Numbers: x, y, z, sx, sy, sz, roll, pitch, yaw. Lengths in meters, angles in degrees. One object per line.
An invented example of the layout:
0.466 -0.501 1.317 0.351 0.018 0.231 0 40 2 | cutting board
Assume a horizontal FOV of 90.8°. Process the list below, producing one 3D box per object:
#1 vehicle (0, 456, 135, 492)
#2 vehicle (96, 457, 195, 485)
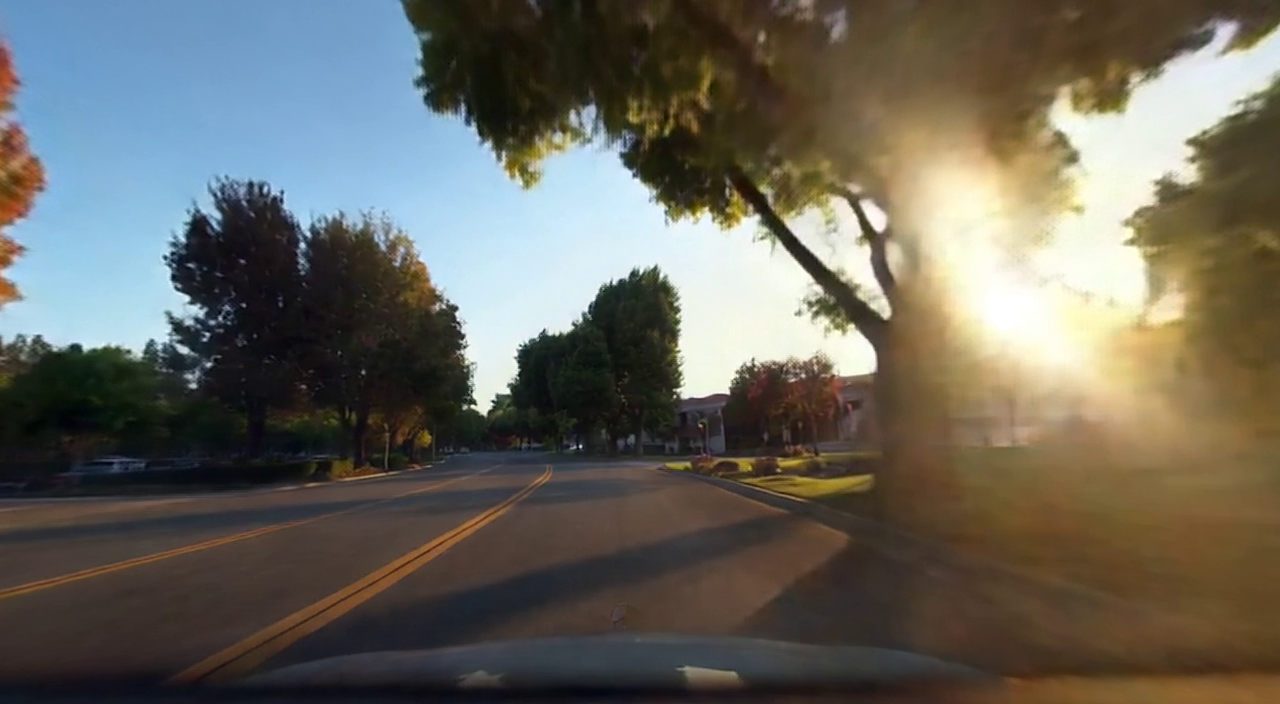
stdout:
-25.346 5.313 27.706 4.527 1.441 2.024 0 -9 -3 | vehicle
-25.753 6.200 33.021 3.602 1.387 1.687 2 -9 -7 | vehicle
